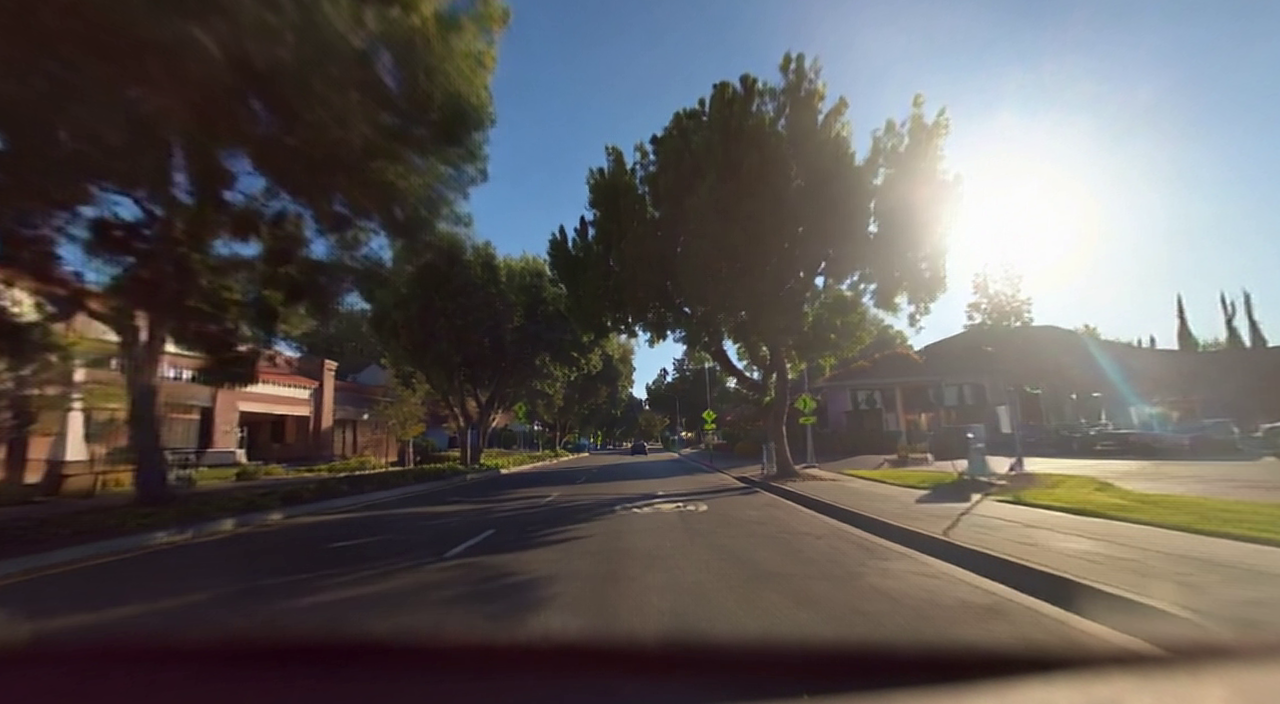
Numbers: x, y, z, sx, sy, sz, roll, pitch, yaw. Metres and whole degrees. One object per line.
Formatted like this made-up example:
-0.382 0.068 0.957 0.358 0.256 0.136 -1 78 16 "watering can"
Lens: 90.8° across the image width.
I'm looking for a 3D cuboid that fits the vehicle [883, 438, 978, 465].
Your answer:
16.998 5.859 37.199 4.563 1.457 2.139 -1 -7 6 "vehicle"
